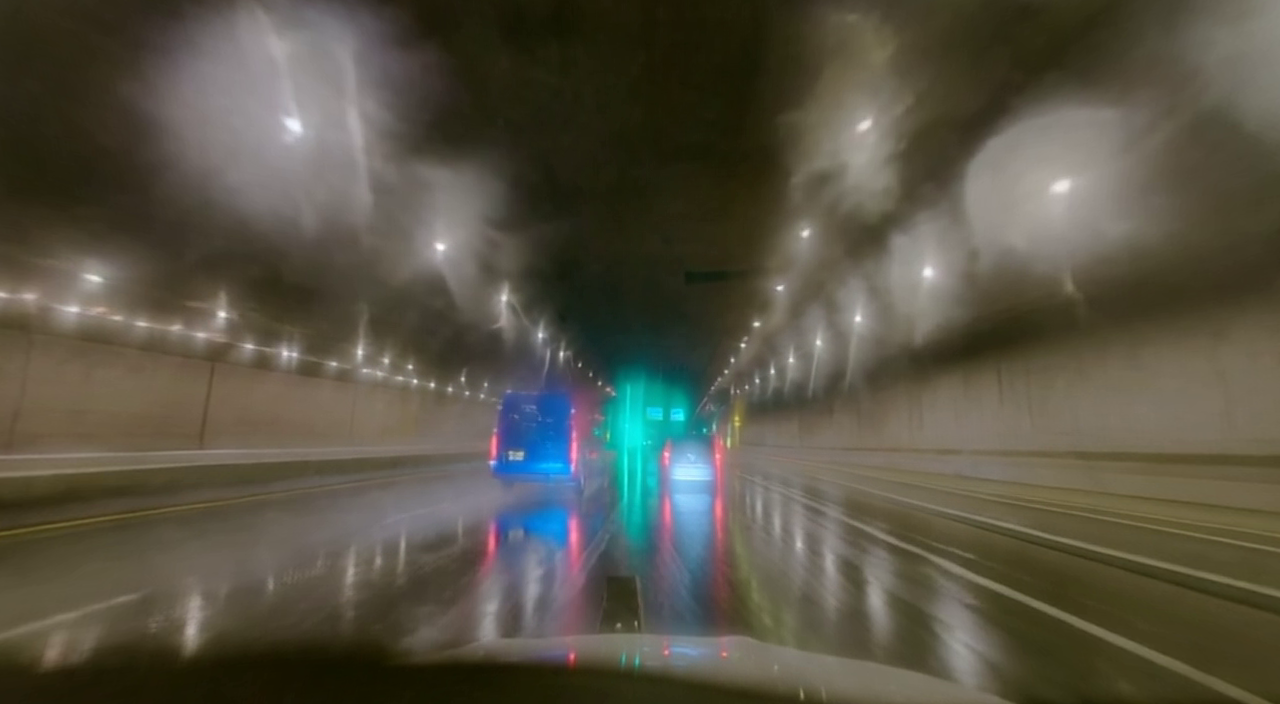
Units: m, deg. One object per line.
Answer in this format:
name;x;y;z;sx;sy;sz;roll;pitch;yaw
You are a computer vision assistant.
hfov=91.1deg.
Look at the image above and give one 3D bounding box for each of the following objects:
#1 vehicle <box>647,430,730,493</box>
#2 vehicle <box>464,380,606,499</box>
vehicle;1.289;3.056;17.975;2.095;1.553;4.069;-1;-8;2
vehicle;-2.324;2.177;15.751;2.404;2.459;5.229;-1;-8;3
